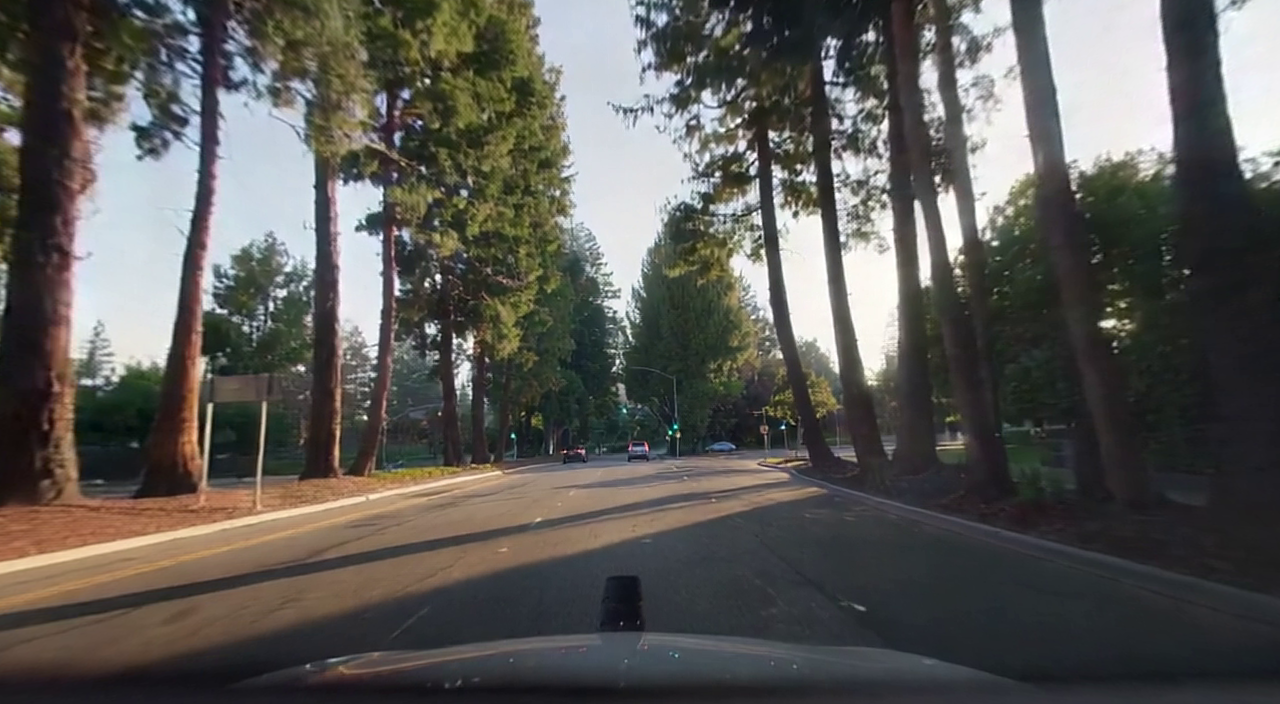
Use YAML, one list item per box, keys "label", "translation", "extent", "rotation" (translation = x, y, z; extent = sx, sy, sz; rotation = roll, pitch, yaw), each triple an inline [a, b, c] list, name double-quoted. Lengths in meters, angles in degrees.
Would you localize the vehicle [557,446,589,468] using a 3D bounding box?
- label: "vehicle"
  translation: [-4.482, 7.064, 42.603]
  extent: [1.674, 1.408, 4.141]
  rotation: [0, -8, 1]
